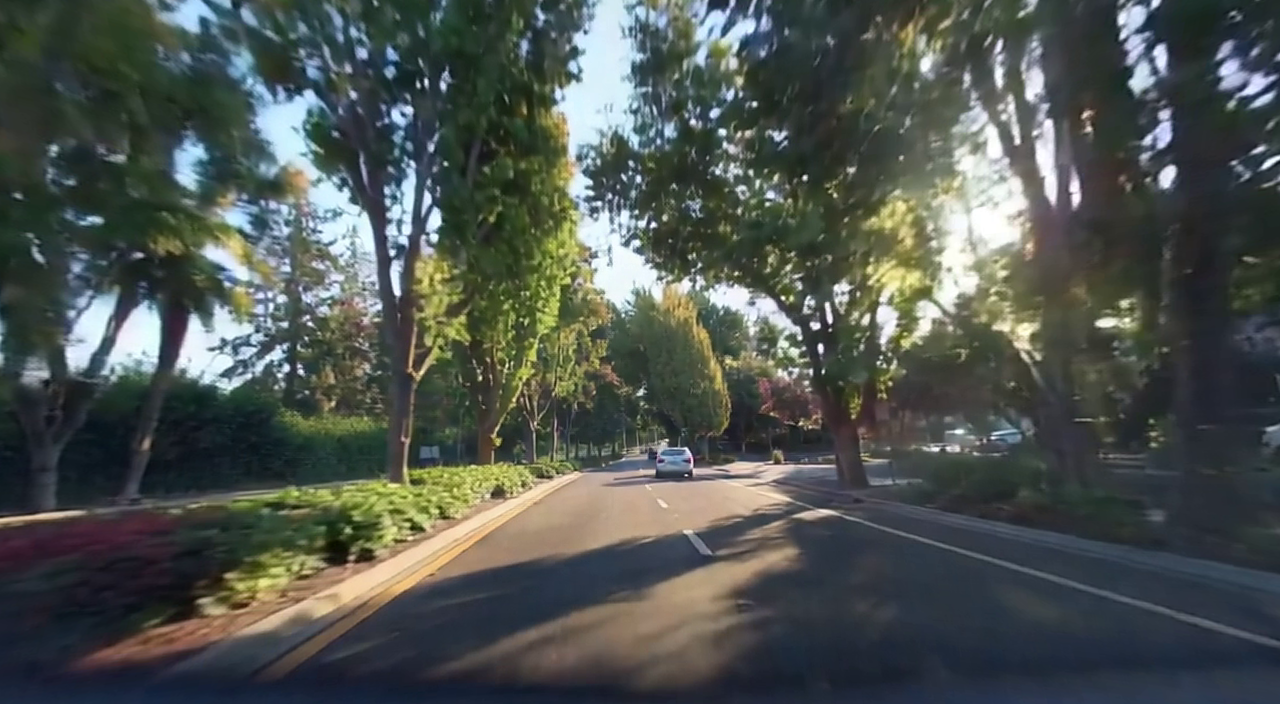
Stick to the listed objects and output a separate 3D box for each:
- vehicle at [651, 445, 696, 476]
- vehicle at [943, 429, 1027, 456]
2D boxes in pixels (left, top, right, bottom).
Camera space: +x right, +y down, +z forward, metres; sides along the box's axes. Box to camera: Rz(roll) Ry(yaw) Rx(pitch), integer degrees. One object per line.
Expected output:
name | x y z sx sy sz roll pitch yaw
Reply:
vehicle | 1.766 5.918 34.528 2.044 1.537 4.528 0 -9 -2
vehicle | 27.333 7.189 49.995 5.465 2.116 2.004 0 -9 0
